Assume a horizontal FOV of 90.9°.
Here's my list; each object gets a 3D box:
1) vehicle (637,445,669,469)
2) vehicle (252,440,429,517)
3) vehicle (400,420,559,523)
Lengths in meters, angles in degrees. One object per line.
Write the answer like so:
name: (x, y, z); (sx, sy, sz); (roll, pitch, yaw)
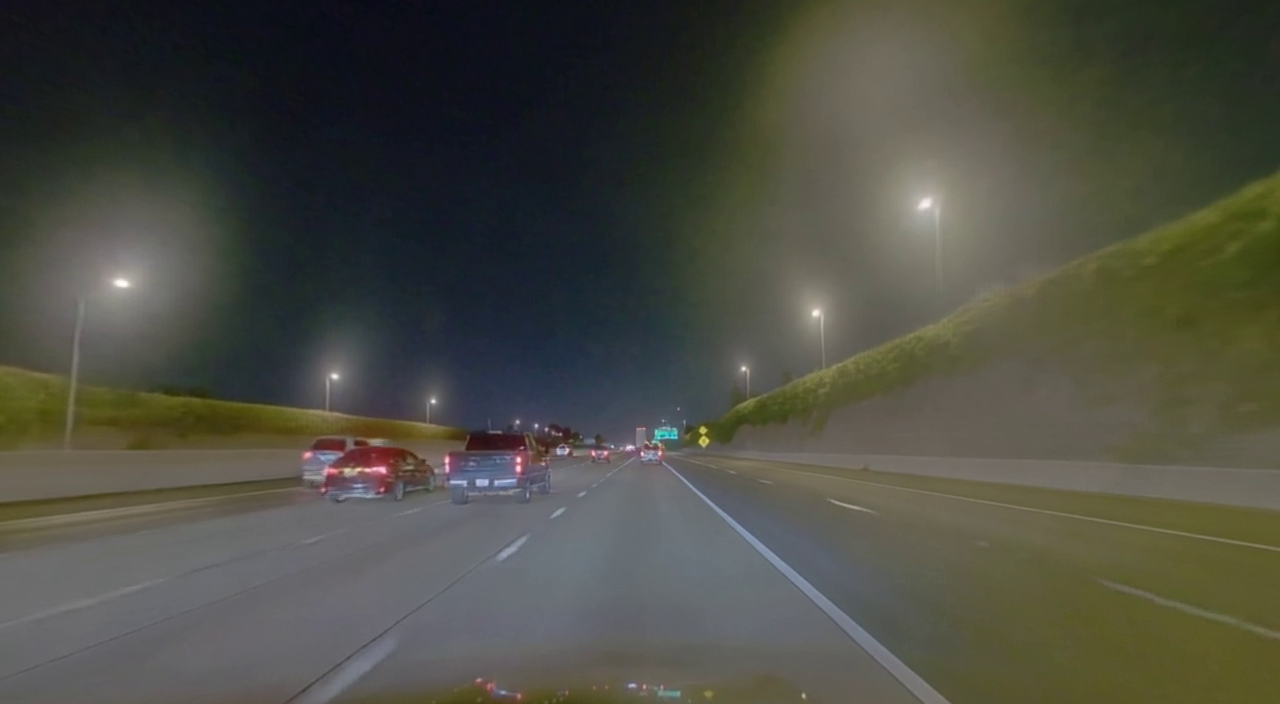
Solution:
vehicle: (0.878, 7.103, 42.912); (2.073, 1.480, 4.343); (-1, -8, 1)
vehicle: (-6.546, 2.773, 14.444); (1.887, 1.475, 4.316); (-1, -8, 1)
vehicle: (-3.151, 2.472, 13.643); (2.124, 1.787, 4.830); (-1, -8, 1)
